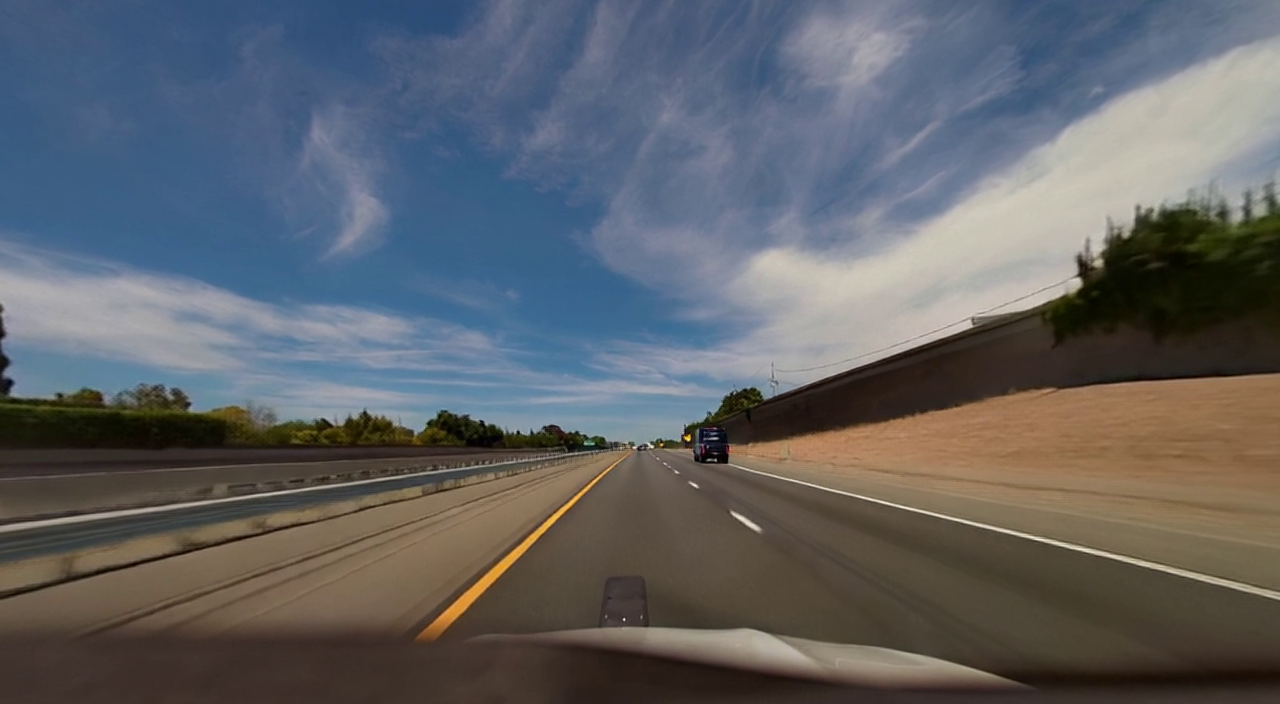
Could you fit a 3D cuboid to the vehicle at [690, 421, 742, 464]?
[{"bbox_3d":[4.641,5.728,39.760,2.430,2.495,6.062,0,-8,-1],"label":"vehicle"}]
